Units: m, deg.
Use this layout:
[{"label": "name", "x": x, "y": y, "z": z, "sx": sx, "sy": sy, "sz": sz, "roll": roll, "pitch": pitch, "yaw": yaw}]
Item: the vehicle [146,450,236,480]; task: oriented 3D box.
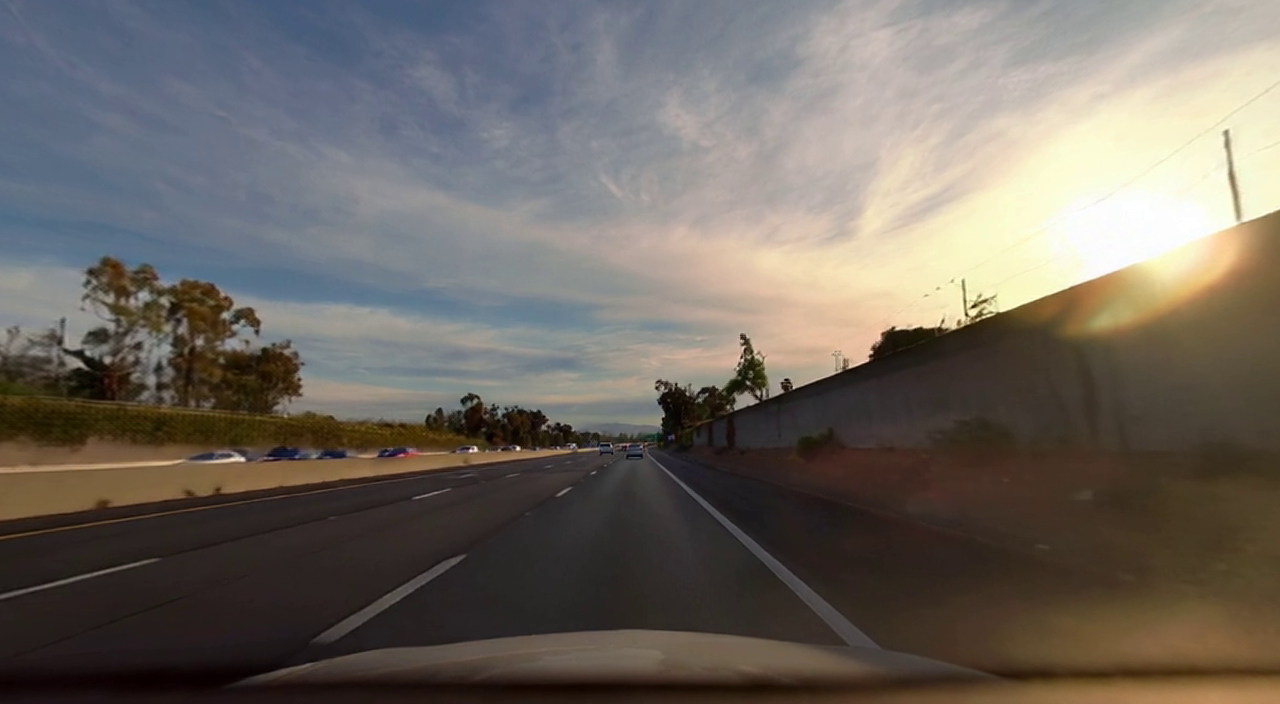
[{"label": "vehicle", "x": -26.405, "y": 6.634, "z": 37.266, "sx": 1.878, "sy": 1.595, "sz": 4.589, "roll": 0, "pitch": -9, "yaw": 0}]
